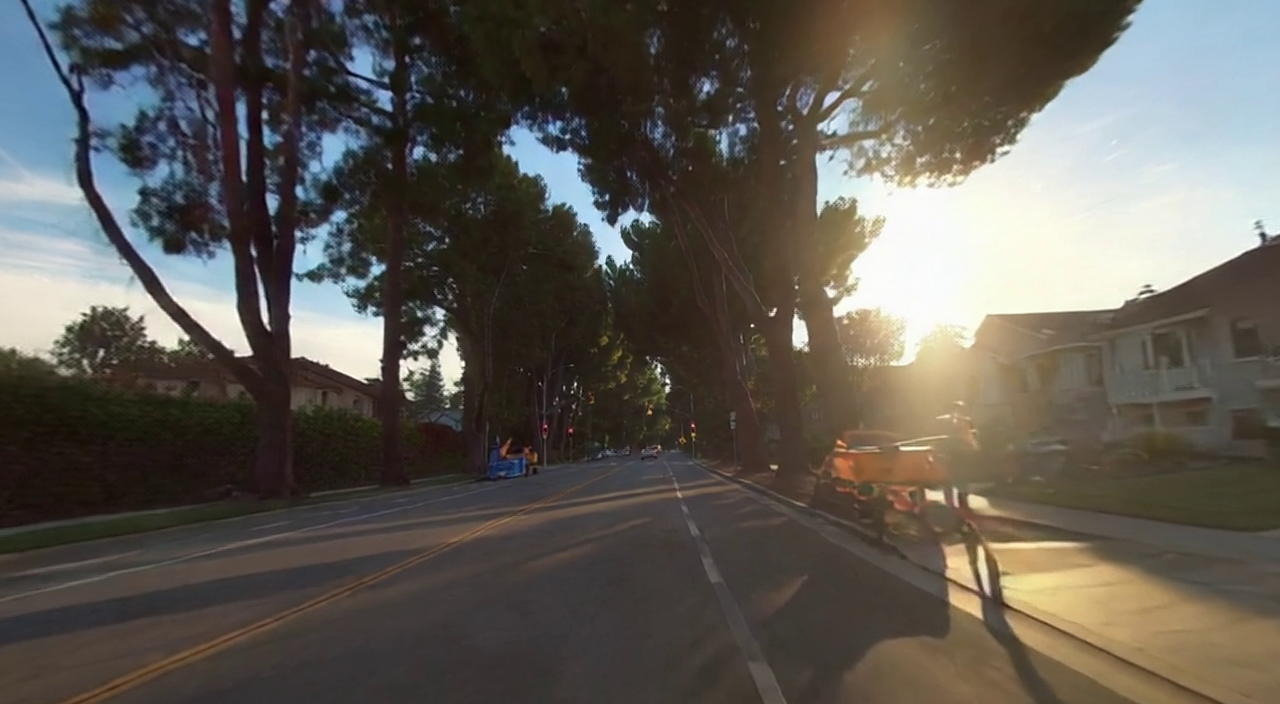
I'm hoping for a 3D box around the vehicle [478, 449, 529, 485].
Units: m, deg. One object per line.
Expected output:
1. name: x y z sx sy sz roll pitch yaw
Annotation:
1. vehicle: -8.312 6.985 38.699 1.998 1.814 4.559 -4 -7 1
